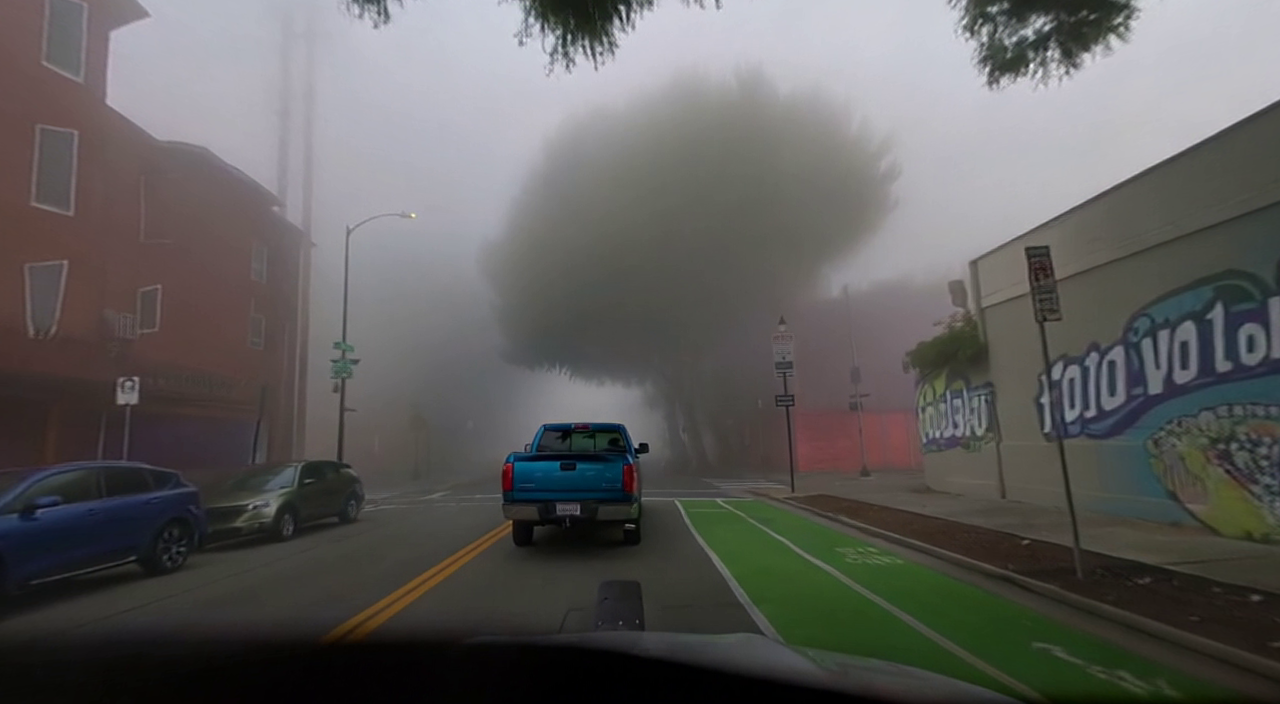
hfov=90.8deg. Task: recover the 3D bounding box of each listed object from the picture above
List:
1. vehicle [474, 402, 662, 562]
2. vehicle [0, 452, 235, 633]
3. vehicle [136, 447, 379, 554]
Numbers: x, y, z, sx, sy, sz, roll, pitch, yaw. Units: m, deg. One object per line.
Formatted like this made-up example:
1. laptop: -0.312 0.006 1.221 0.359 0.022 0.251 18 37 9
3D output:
1. vehicle: -0.831 1.884 9.881 2.215 1.882 4.611 0 -8 1
2. vehicle: -7.162 2.065 7.461 1.882 1.686 4.489 0 -8 -2
3. vehicle: -7.434 2.865 13.122 1.884 1.730 5.076 0 -8 0
